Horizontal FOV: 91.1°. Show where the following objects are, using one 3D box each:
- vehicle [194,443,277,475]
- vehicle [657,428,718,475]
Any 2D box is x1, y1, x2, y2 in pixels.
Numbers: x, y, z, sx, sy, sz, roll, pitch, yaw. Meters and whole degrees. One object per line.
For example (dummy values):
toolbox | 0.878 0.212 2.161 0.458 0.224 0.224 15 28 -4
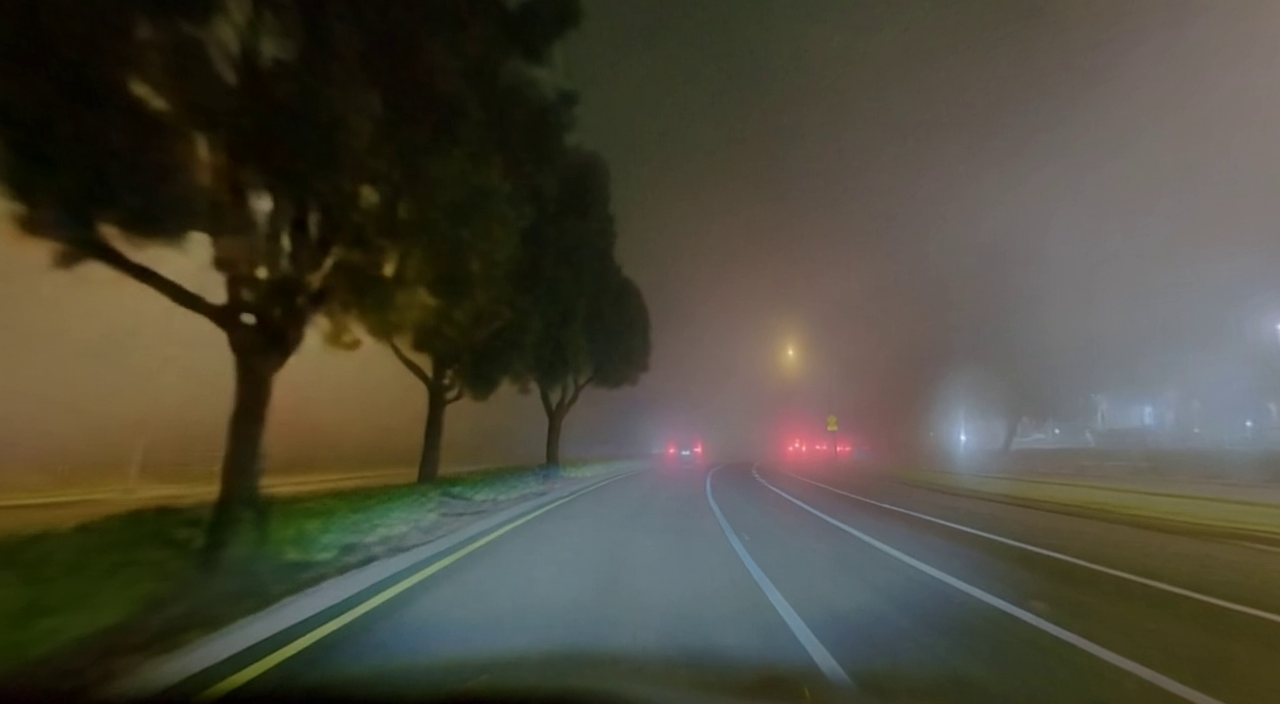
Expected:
vehicle | -20.499 5.407 32.032 1.829 1.501 4.149 1 -8 -6
vehicle | 2.322 4.564 29.088 2.371 1.926 5.615 -1 -8 8
